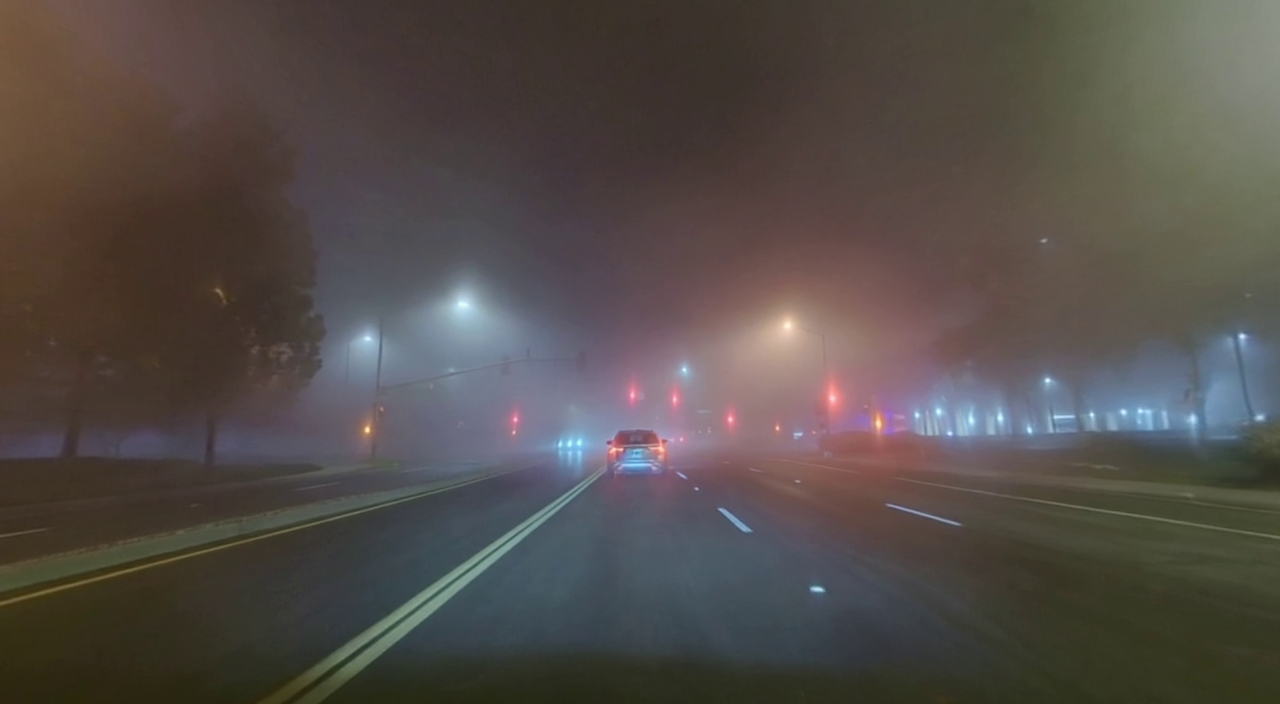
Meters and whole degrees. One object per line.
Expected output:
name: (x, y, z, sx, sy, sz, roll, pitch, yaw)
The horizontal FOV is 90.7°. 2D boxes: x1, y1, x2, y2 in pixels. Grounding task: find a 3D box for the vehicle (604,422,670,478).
vehicle: (-0.139, 3.726, 24.125, 2.267, 1.926, 4.708, 0, -9, -1)
